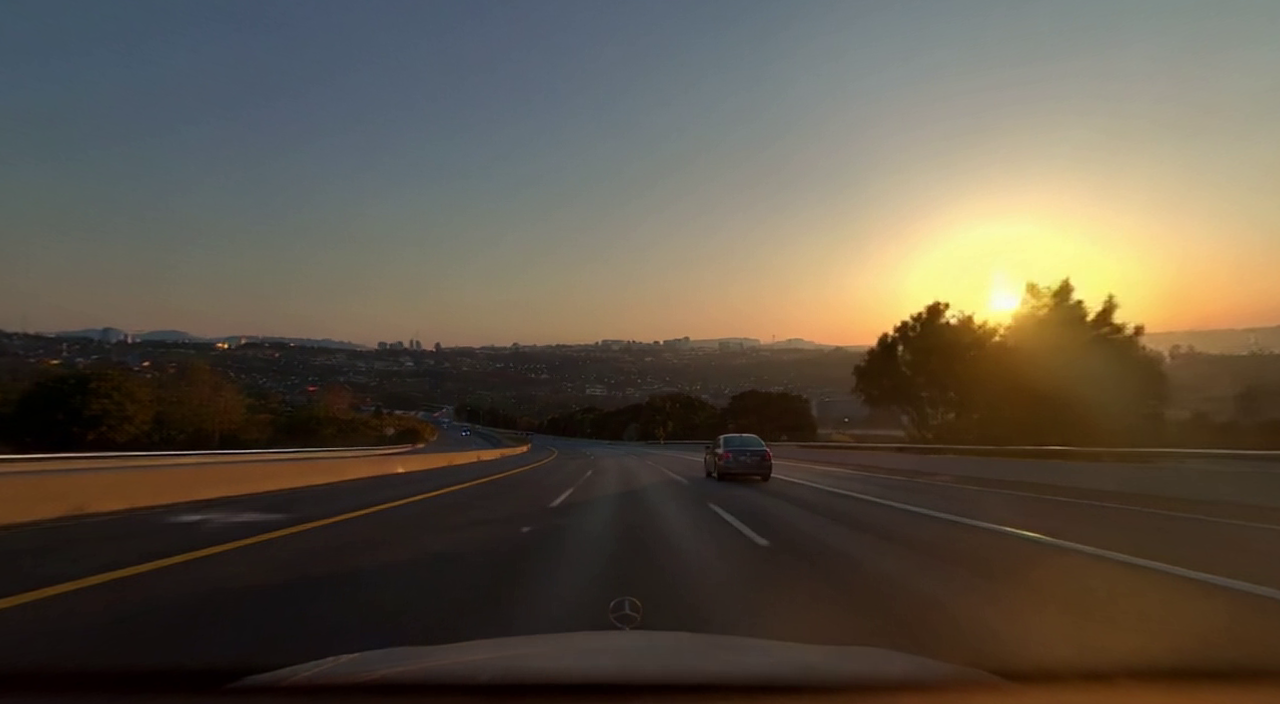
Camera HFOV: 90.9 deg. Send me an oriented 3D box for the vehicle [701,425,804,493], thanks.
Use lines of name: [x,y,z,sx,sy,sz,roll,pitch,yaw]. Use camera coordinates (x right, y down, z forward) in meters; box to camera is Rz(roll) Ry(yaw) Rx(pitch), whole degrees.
vehicle: [3.069,3.033,18.204,2.059,1.715,4.192,0,-8,-2]
